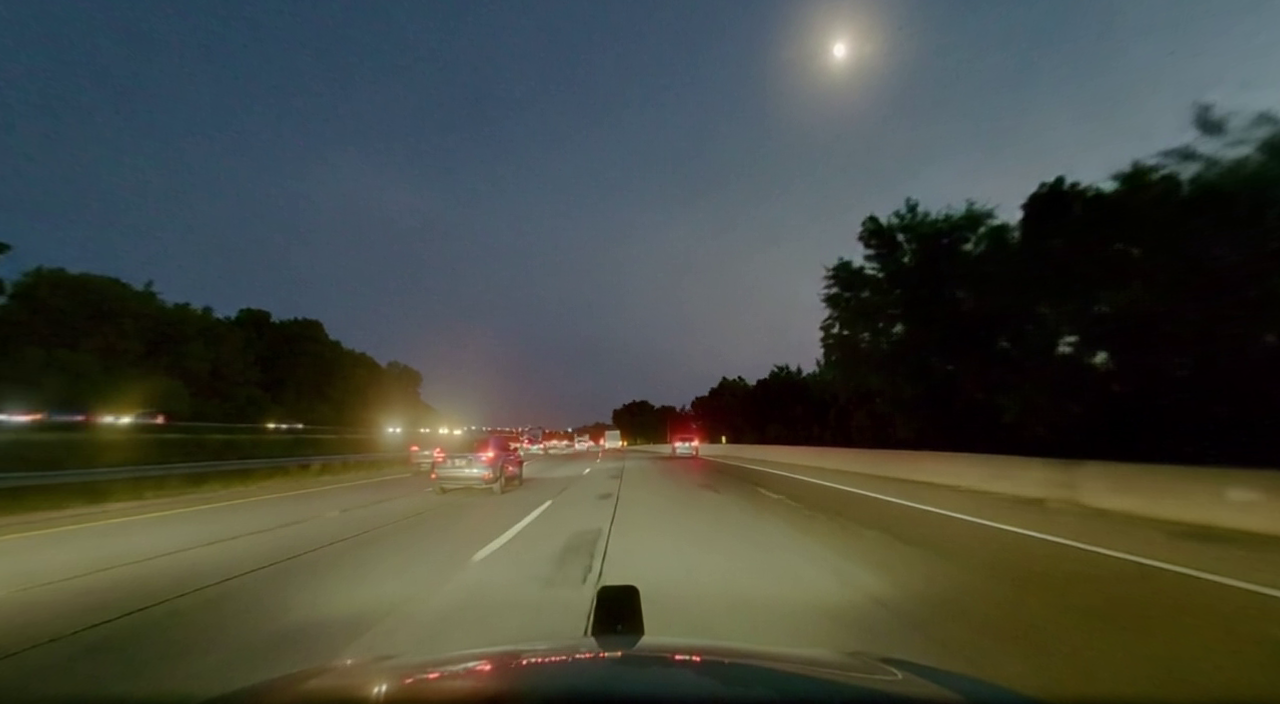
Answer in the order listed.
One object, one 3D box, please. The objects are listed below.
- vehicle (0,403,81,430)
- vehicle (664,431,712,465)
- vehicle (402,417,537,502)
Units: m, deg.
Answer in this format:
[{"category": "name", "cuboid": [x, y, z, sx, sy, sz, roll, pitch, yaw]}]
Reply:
[{"category": "vehicle", "cuboid": [-37.052, 4.012, 38.621, 1.721, 1.486, 4.205, 1, -9, -4]}, {"category": "vehicle", "cuboid": [2.562, 5.242, 34.441, 2.053, 1.698, 4.097, 1, -9, -3]}, {"category": "vehicle", "cuboid": [-3.788, 2.488, 14.865, 2.002, 1.680, 4.301, 0, -9, 0]}]
